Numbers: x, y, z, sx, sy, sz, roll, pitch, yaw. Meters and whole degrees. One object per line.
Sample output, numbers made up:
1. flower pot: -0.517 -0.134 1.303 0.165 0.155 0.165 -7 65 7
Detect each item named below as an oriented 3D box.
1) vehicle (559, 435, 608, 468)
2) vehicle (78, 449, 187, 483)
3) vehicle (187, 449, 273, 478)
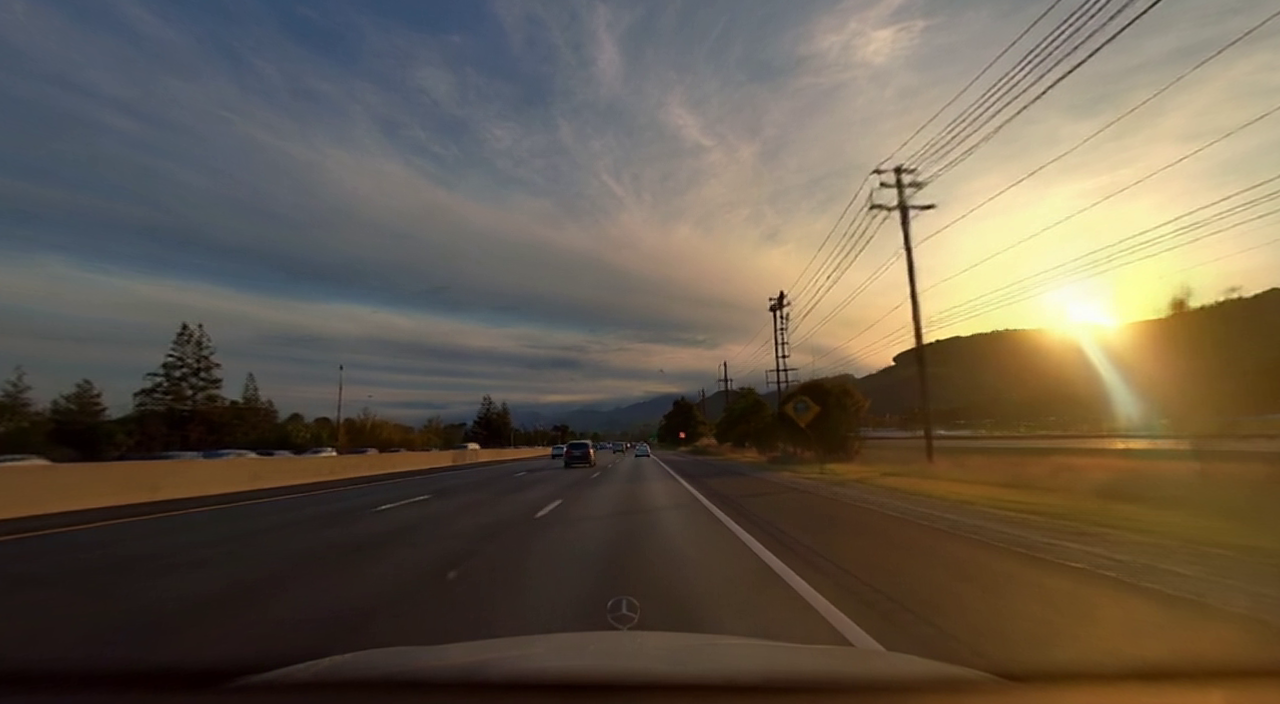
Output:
1. vehicle: -3.560 6.426 40.700 2.577 1.939 5.408 0 -9 1
2. vehicle: -27.989 6.247 34.953 2.019 1.725 4.739 0 -9 1
3. vehicle: -24.353 6.613 37.650 1.955 1.650 4.628 0 -9 1
